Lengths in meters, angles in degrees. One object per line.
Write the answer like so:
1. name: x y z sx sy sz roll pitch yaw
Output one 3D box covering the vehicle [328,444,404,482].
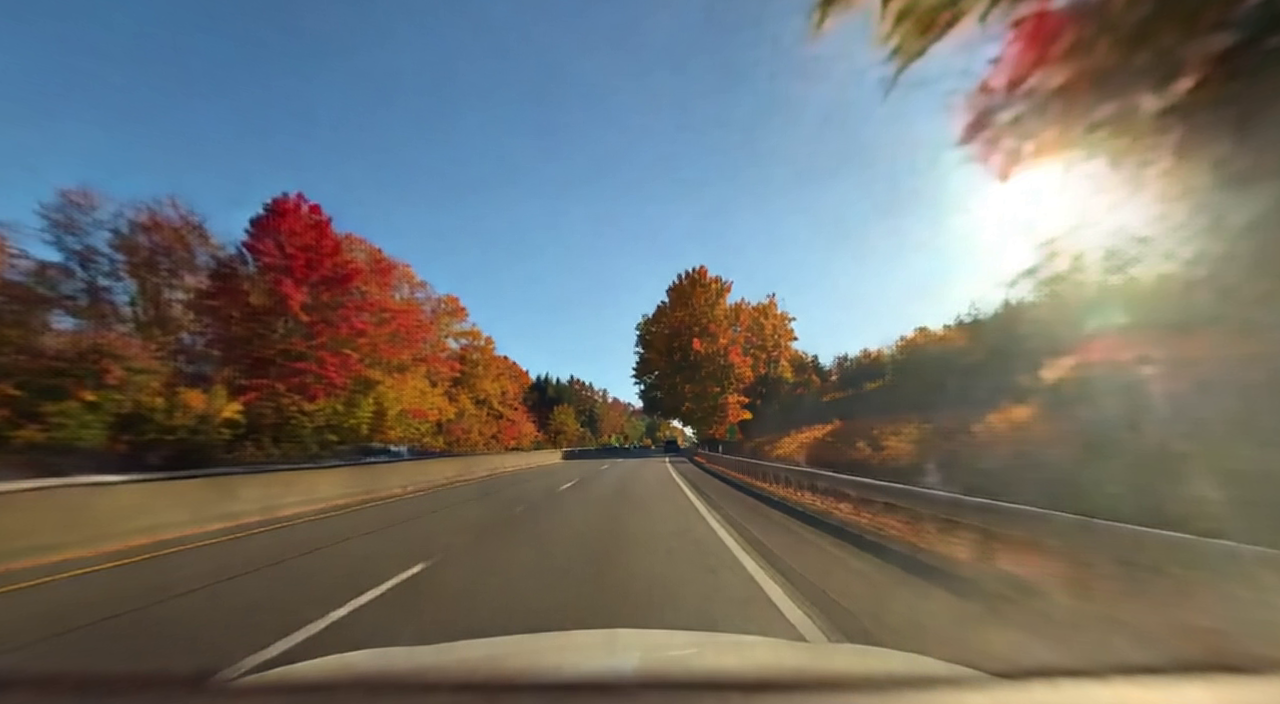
1. vehicle: -13.996 5.654 32.446 1.820 1.755 4.457 -1 -8 1
